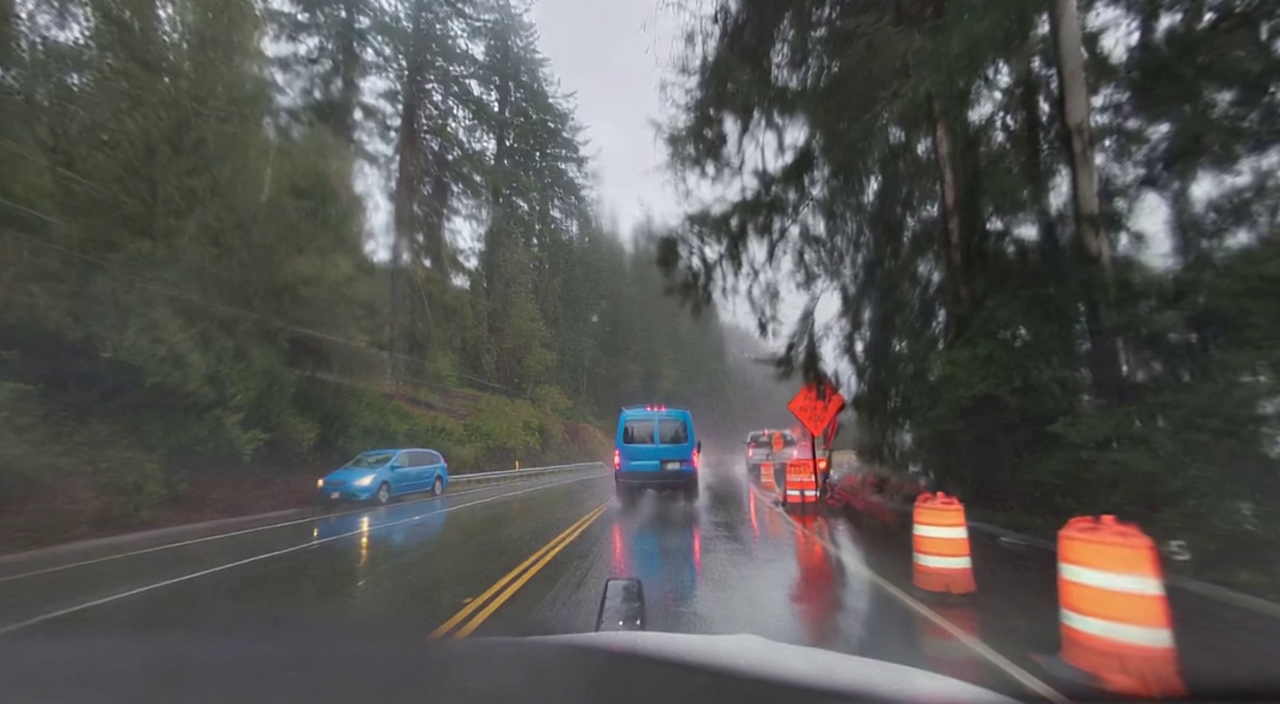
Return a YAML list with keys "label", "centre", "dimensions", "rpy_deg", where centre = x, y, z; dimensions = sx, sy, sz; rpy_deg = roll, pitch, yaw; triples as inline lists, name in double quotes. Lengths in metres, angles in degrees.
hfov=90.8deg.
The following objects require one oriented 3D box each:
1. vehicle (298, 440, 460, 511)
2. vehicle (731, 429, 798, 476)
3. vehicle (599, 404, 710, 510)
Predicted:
- label: "vehicle"
  centre: [-7.628, 3.647, 19.380]
  dimensions: [2.055, 1.809, 5.906]
  rpy_deg: [-1, -9, 4]
- label: "vehicle"
  centre: [6.018, 4.963, 31.586]
  dimensions: [2.833, 2.033, 7.668]
  rpy_deg: [-1, -9, 8]
- label: "vehicle"
  centre: [0.499, 2.605, 15.984]
  dimensions: [2.362, 2.247, 4.892]
  rpy_deg: [-1, -9, 5]
